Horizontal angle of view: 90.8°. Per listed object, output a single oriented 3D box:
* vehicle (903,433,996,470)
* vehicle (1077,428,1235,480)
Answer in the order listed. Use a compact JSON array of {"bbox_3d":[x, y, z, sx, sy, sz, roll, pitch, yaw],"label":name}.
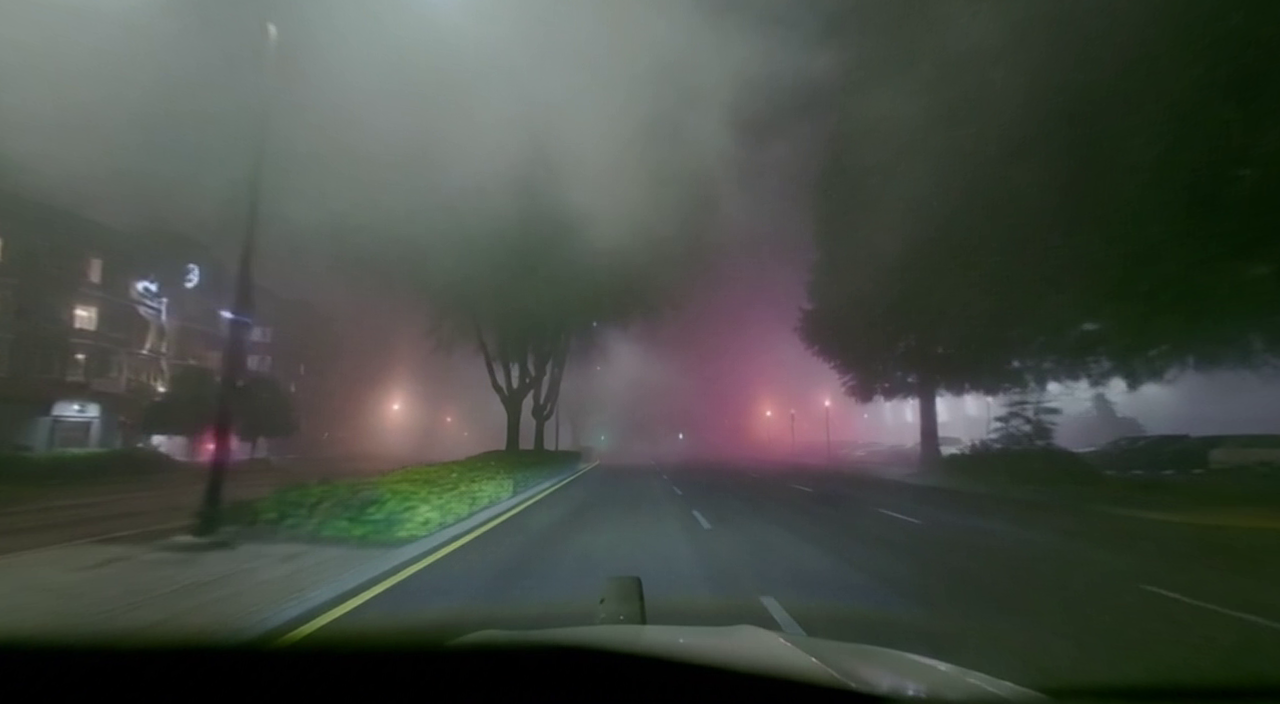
[{"bbox_3d":[15.462,4.997,31.874,2.006,1.683,4.643,0,-8,-5],"label":"vehicle"},{"bbox_3d":[18.731,3.717,23.243,1.947,1.667,4.347,0,-8,-3],"label":"vehicle"}]
